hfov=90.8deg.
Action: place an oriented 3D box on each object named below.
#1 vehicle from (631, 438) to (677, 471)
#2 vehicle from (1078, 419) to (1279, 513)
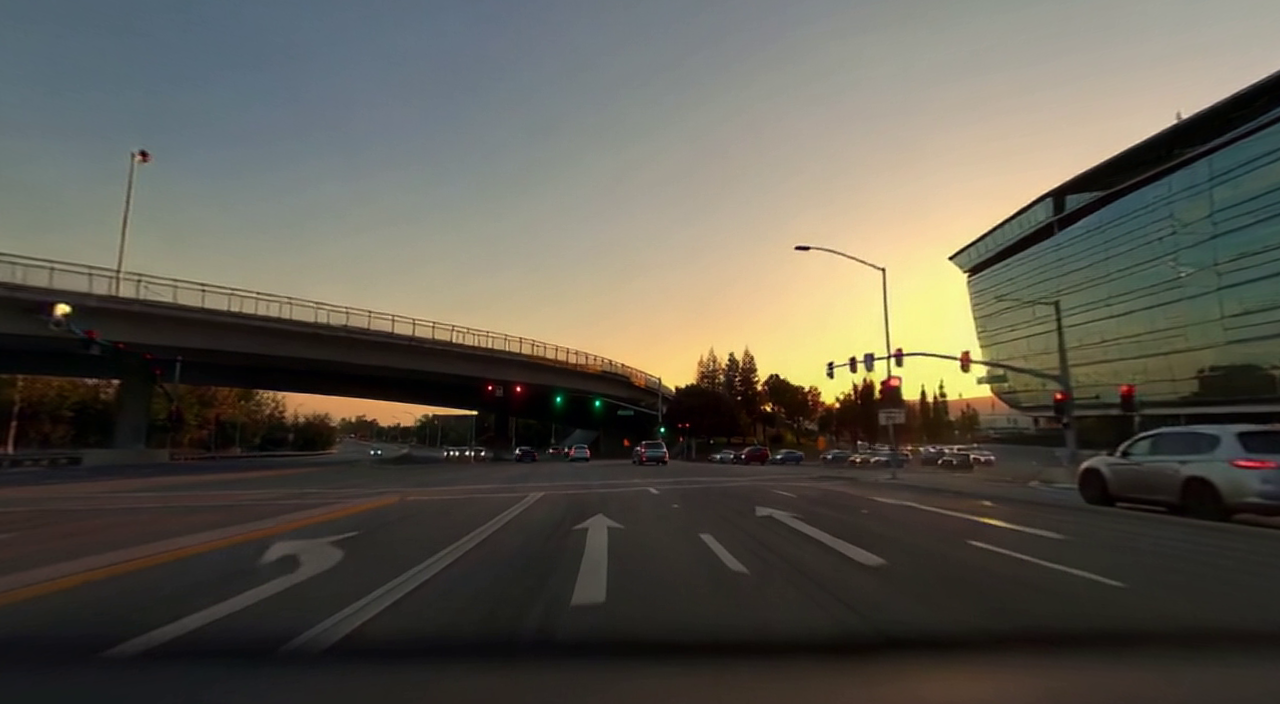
[{"bbox_3d":[0.710,5.814,36.056,2.024,1.724,3.928,1,-8,-8],"label":"vehicle"},{"bbox_3d":[12.314,2.456,14.081,2.130,1.741,4.665,-1,-8,6],"label":"vehicle"}]
